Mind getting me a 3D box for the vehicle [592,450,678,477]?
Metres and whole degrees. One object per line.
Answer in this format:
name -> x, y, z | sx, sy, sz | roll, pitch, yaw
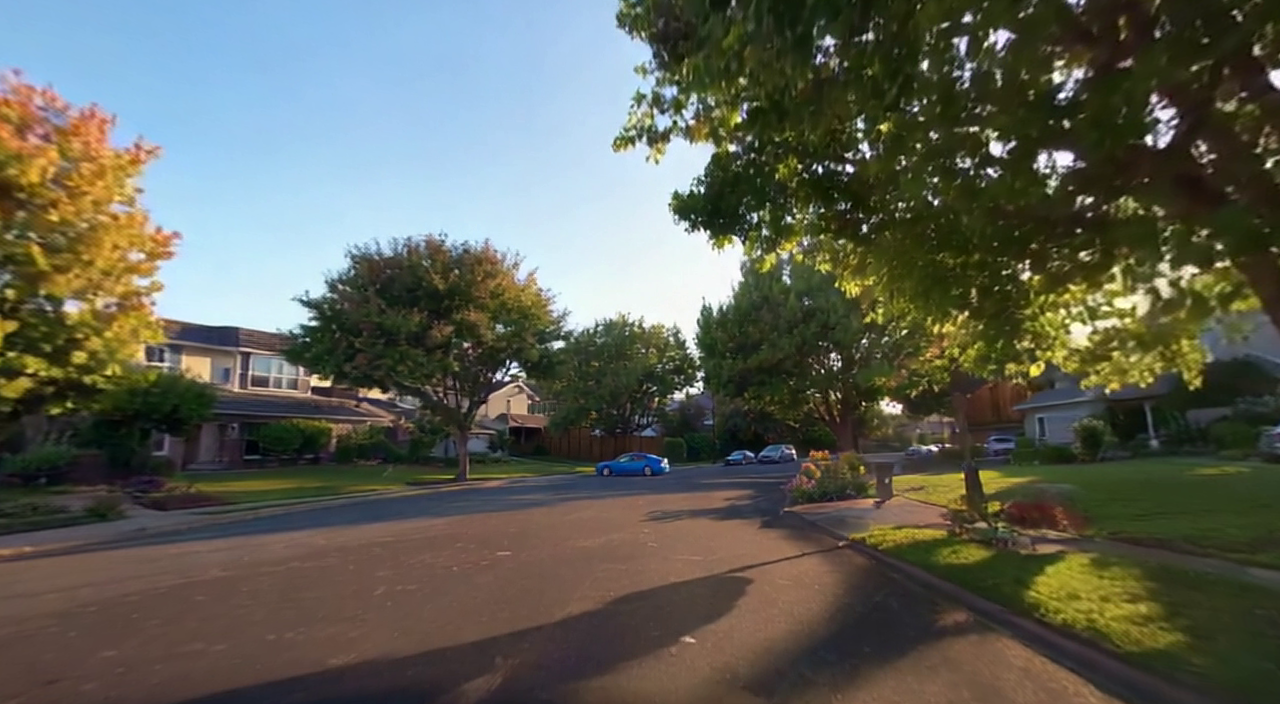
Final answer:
vehicle -> -0.278, 6.444, 36.771 | 4.653, 1.480, 1.871 | -3, -9, 20
